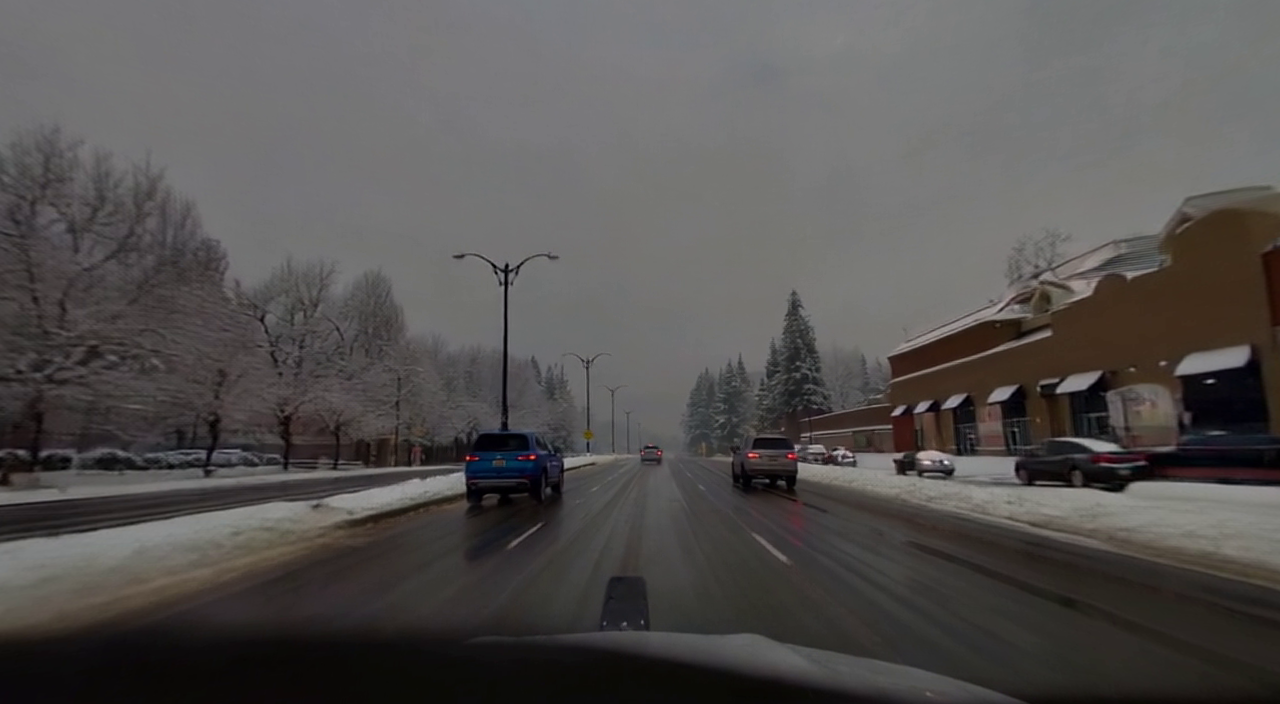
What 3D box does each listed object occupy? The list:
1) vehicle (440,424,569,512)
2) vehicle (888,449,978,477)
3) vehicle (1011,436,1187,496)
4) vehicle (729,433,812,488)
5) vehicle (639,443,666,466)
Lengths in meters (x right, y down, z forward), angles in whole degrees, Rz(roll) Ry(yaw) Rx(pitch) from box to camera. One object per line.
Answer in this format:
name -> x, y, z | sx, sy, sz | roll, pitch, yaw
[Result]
vehicle -> -3.066, 2.730, 15.323 | 2.047, 1.810, 4.414 | 0, -9, 2
vehicle -> 16.125, 6.096, 34.760 | 4.133, 1.475, 1.833 | 2, -9, -11
vehicle -> 15.077, 3.743, 21.139 | 1.932, 1.748, 4.741 | 2, -9, -8
vehicle -> 4.564, 3.868, 22.812 | 2.083, 1.779, 4.347 | 0, -9, 0
vehicle -> 0.979, 7.973, 49.271 | 2.067, 1.702, 3.987 | 0, -9, 1
